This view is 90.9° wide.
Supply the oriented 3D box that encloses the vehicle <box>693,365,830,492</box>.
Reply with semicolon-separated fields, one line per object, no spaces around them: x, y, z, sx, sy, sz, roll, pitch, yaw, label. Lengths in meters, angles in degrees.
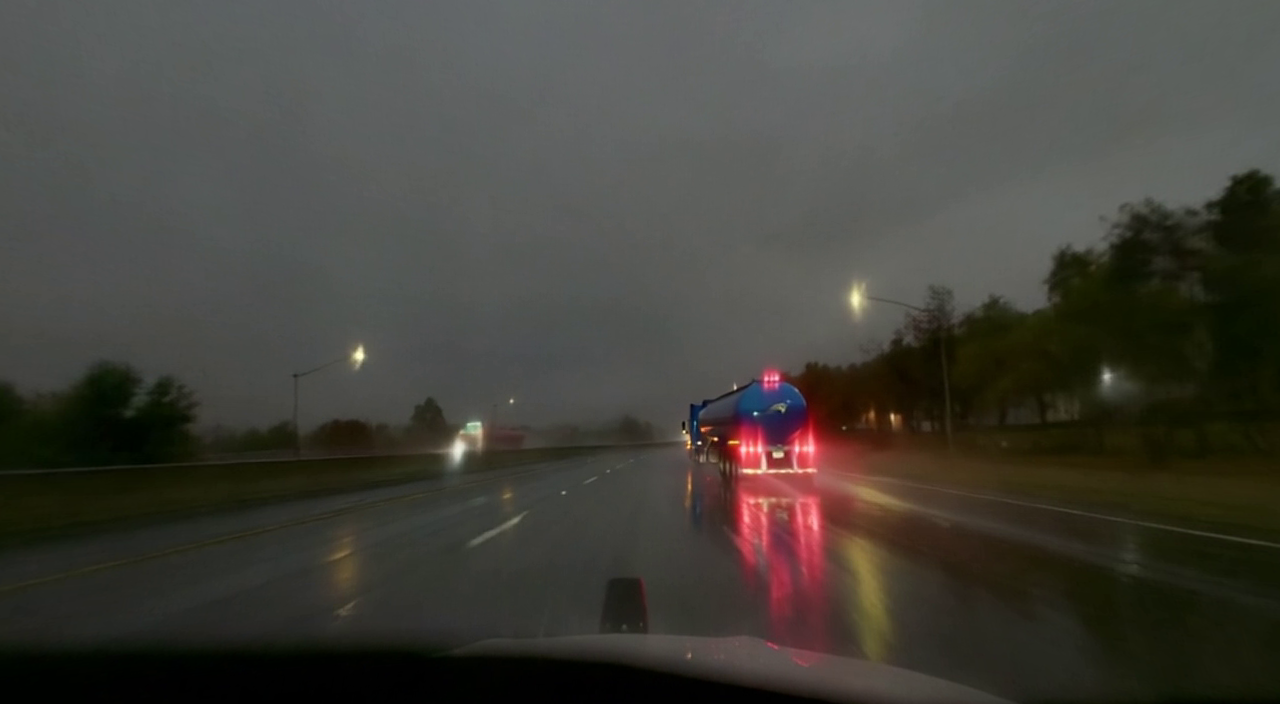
4.076;3.235;25.315;2.880;3.624;14.397;-1;-8;1;vehicle
